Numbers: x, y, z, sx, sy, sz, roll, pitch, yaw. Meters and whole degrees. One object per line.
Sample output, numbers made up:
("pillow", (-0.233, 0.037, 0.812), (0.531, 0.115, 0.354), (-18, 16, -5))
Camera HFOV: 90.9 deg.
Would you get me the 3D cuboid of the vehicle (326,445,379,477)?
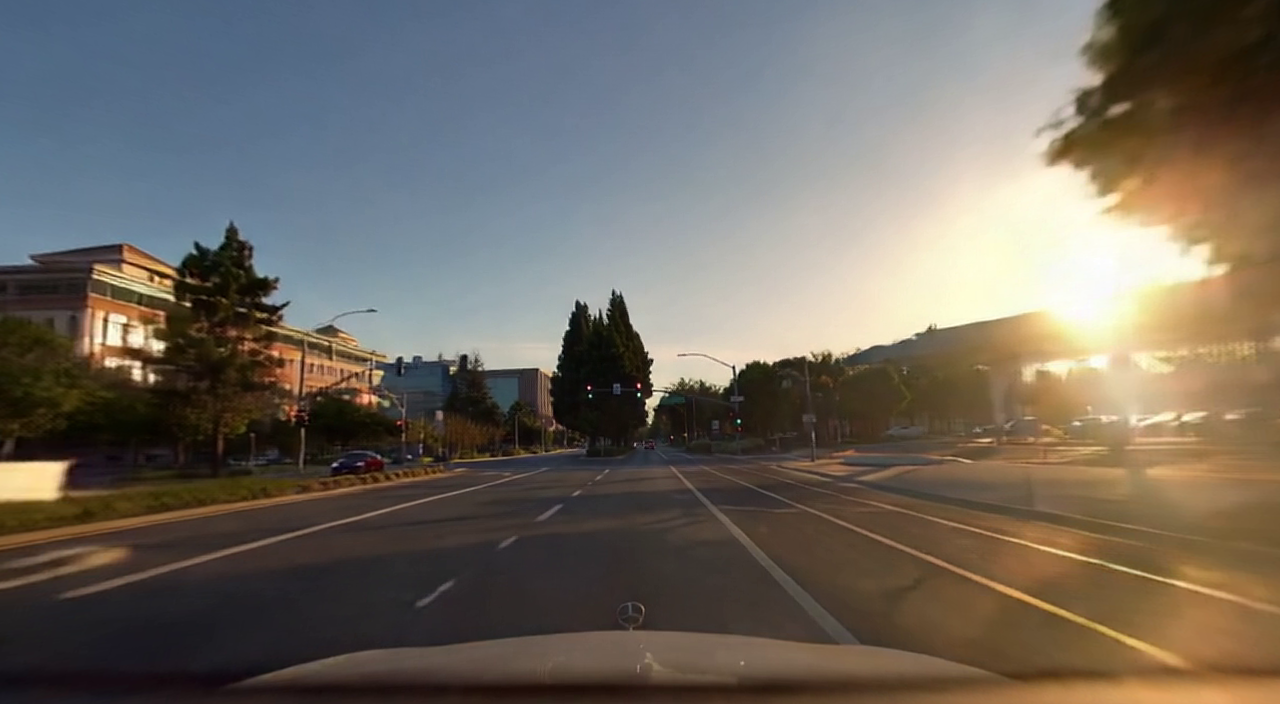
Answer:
("vehicle", (-16.643, 6.284, 36.741), (1.999, 1.710, 4.228), (2, -8, -14))
